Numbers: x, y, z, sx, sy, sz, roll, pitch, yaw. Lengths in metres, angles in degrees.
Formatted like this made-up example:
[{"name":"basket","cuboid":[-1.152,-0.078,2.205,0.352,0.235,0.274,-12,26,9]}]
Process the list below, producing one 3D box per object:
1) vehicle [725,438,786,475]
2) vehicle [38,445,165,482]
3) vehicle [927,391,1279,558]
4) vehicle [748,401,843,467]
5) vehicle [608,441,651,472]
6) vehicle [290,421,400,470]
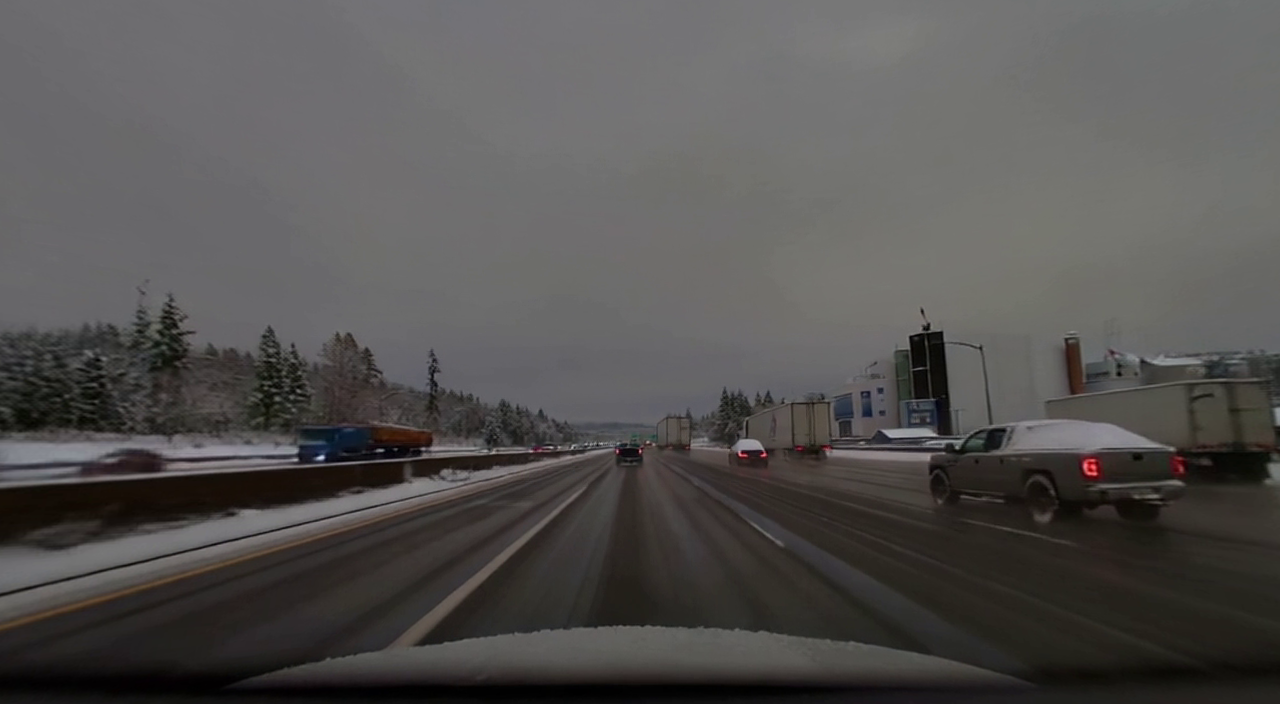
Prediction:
[{"name":"vehicle","cuboid":[5.499,5.049,30.659,2.154,1.658,4.347,0,-9,0]},{"name":"vehicle","cuboid":[-24.185,5.019,28.642,1.782,1.512,4.570,0,-9,-1]},{"name":"vehicle","cuboid":[7.359,1.916,10.559,2.369,2.007,5.700,0,-9,-1]},{"name":"vehicle","cuboid":[11.349,6.510,48.756,2.898,4.171,17.188,0,-9,0]},{"name":"vehicle","cuboid":[-0.531,5.555,33.738,2.163,1.551,4.180,0,-9,0]},{"name":"vehicle","cuboid":[-20.167,6.528,44.102,2.885,3.005,9.889,0,-9,0]}]
